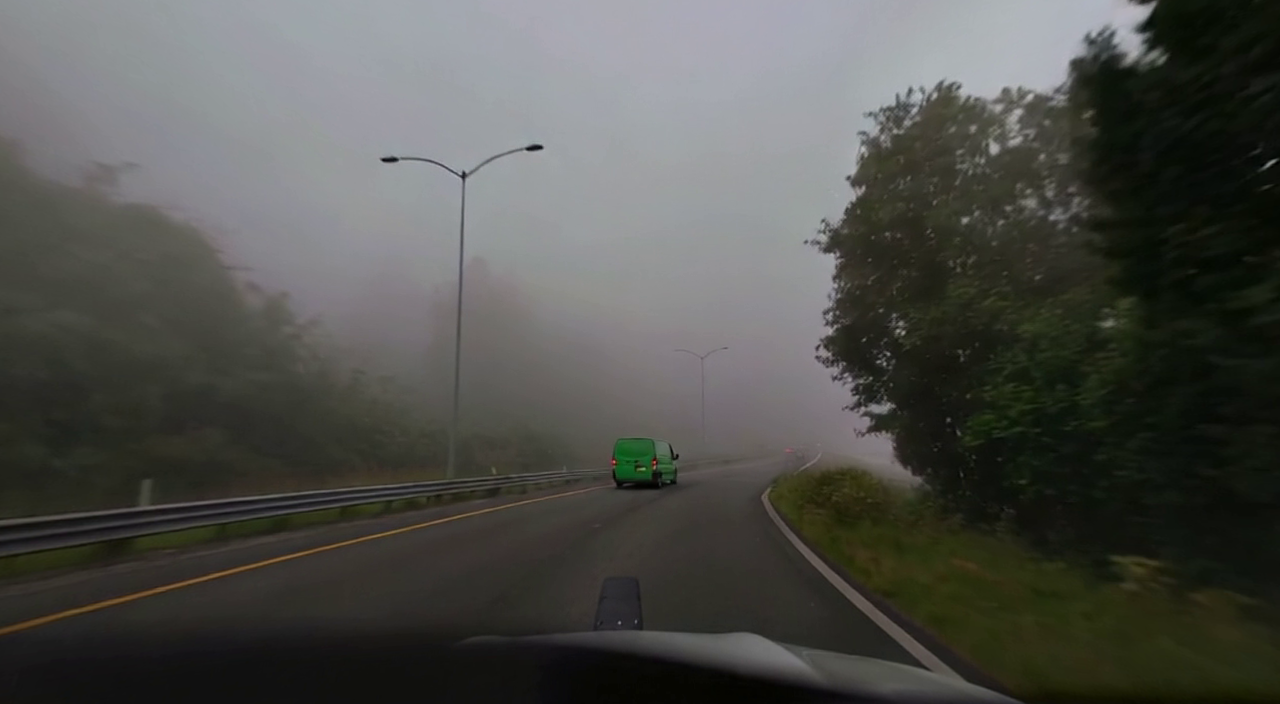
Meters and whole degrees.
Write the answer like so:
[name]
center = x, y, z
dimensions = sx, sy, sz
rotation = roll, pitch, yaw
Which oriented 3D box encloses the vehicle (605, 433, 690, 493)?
[vehicle]
center = 0.410, 4.180, 23.900
dimensions = 2.270, 2.023, 4.632
rotation = -3, -9, 13
